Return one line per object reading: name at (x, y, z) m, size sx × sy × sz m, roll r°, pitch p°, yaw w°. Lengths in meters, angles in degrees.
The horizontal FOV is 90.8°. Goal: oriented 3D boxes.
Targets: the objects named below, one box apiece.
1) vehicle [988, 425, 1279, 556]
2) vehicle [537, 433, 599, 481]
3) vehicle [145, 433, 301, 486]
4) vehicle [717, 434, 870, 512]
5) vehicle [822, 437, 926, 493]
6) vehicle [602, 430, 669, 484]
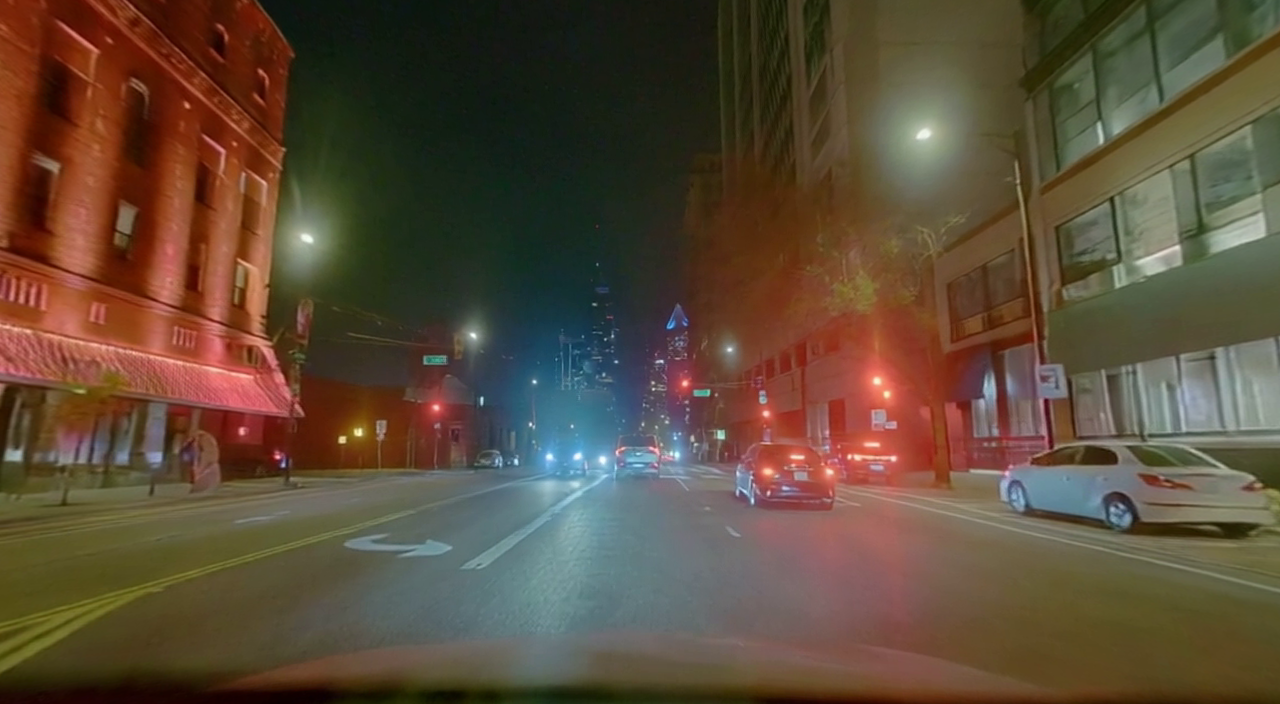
vehicle at (8.107, 2.083, 10.458) m, size 1.963 × 1.649 × 4.562 m, roll 0°, pitch -7°, yaw -2°
vehicle at (-2.876, 4.335, 26.281) m, size 2.297 × 1.812 × 4.244 m, roll 0°, pitch -9°, yaw -3°
vehicle at (-23.373, 6.029, 35.681) m, size 6.679 × 2.794 × 2.850 m, roll 0°, pitch -9°, yaw 1°
vehicle at (3.284, 2.717, 14.777) m, size 2.238 × 1.499 × 4.964 m, roll 0°, pitch -9°, yaw -1°
vehicle at (8.105, 3.905, 22.376) m, size 1.959 × 1.719 × 4.538 m, roll 0°, pitch -7°, yaw 0°
vehicle at (-0.175, 4.016, 24.391) m, size 2.329 × 1.842 × 4.537 m, roll 0°, pitch -8°, yaw 0°
